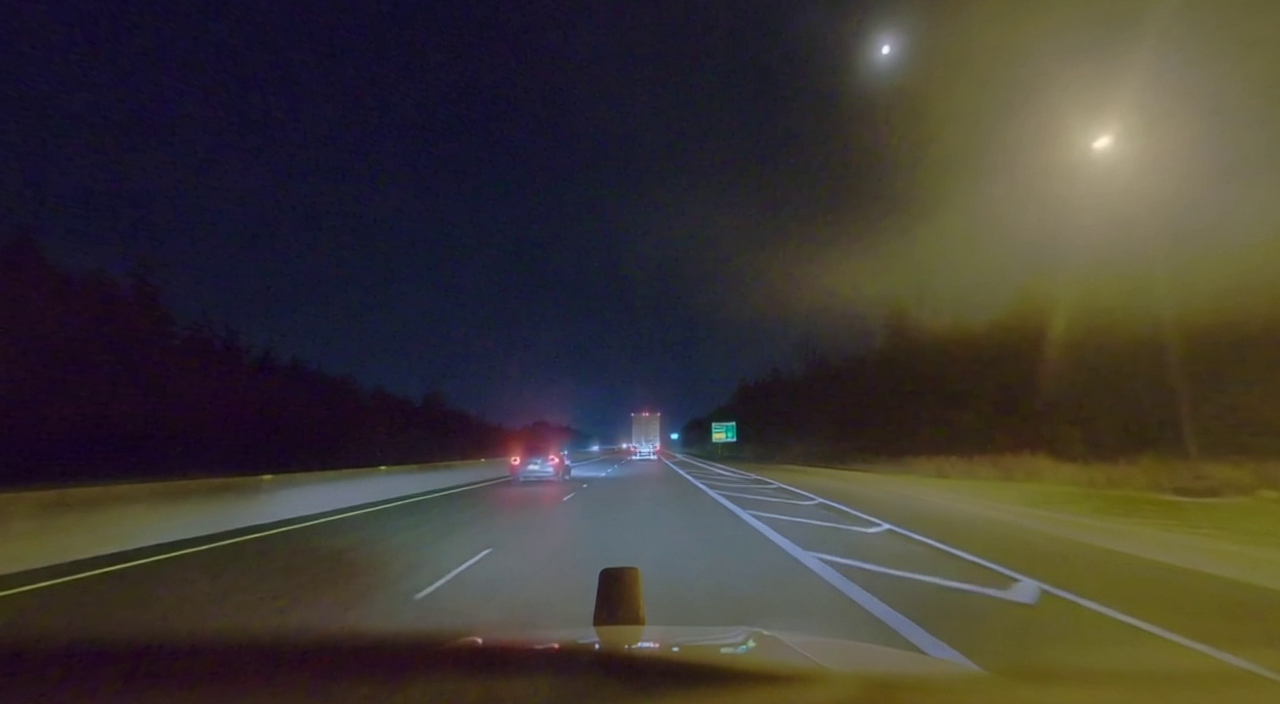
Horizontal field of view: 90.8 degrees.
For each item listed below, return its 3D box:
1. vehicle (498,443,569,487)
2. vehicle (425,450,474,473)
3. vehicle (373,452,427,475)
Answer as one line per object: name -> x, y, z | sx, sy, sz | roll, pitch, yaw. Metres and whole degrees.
vehicle -> -4.284, 4.637, 26.224 | 2.016, 1.636, 4.964 | 0, -9, 1
vehicle -> -13.078, 7.518, 43.557 | 1.958, 1.438, 4.420 | 0, -9, 1
vehicle -> -17.068, 7.900, 45.119 | 1.993, 1.507, 4.685 | 0, -9, 1
